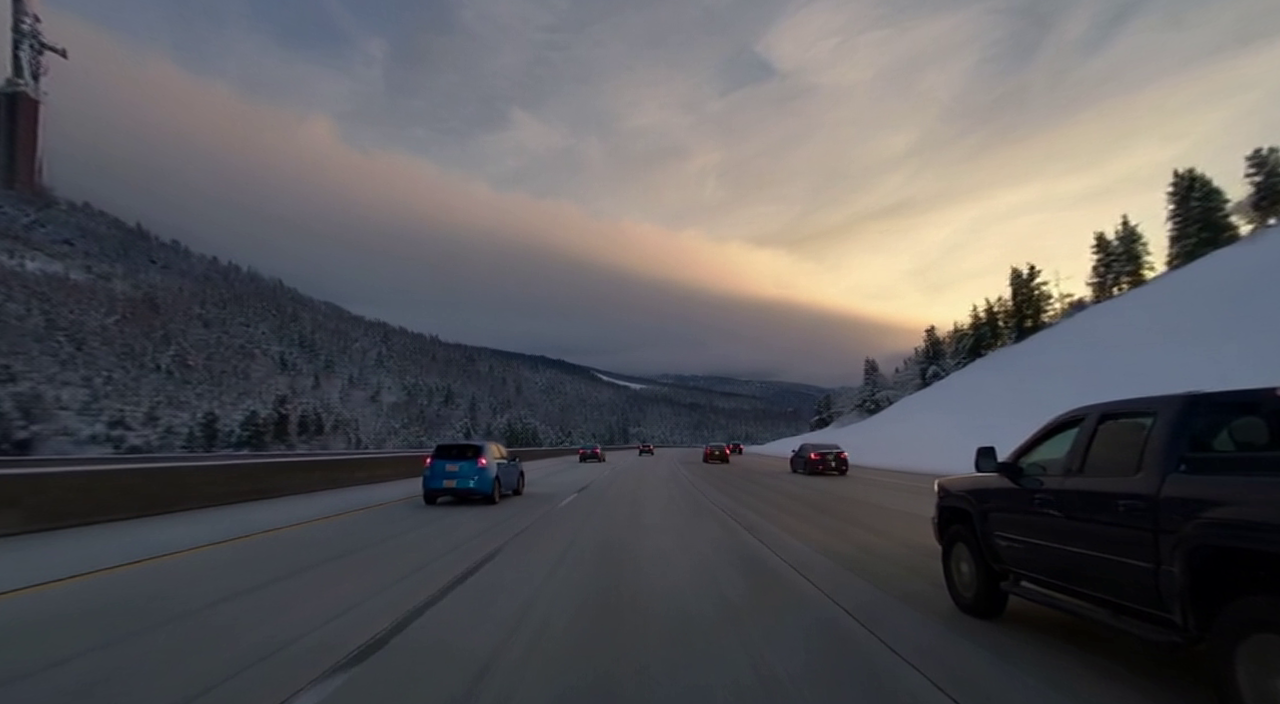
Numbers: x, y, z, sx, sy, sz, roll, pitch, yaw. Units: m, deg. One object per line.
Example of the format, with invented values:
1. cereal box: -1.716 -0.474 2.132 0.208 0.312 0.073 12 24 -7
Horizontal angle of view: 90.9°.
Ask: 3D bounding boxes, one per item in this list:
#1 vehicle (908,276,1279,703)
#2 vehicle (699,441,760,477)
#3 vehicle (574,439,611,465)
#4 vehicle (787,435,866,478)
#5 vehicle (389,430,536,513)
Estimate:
1. vehicle: 3.400 0.776 2.872 2.098 1.925 5.171 0 -8 1
2. vehicle: 3.918 4.744 28.338 2.046 1.471 4.333 0 -8 -1
3. vehicle: -3.183 6.788 42.847 2.021 1.679 4.310 -1 -8 2
4. vehicle: 7.757 4.395 26.743 1.986 1.633 4.430 0 -8 0
5. vehicle: -3.961 2.752 15.020 2.113 1.636 4.494 -1 -8 1
